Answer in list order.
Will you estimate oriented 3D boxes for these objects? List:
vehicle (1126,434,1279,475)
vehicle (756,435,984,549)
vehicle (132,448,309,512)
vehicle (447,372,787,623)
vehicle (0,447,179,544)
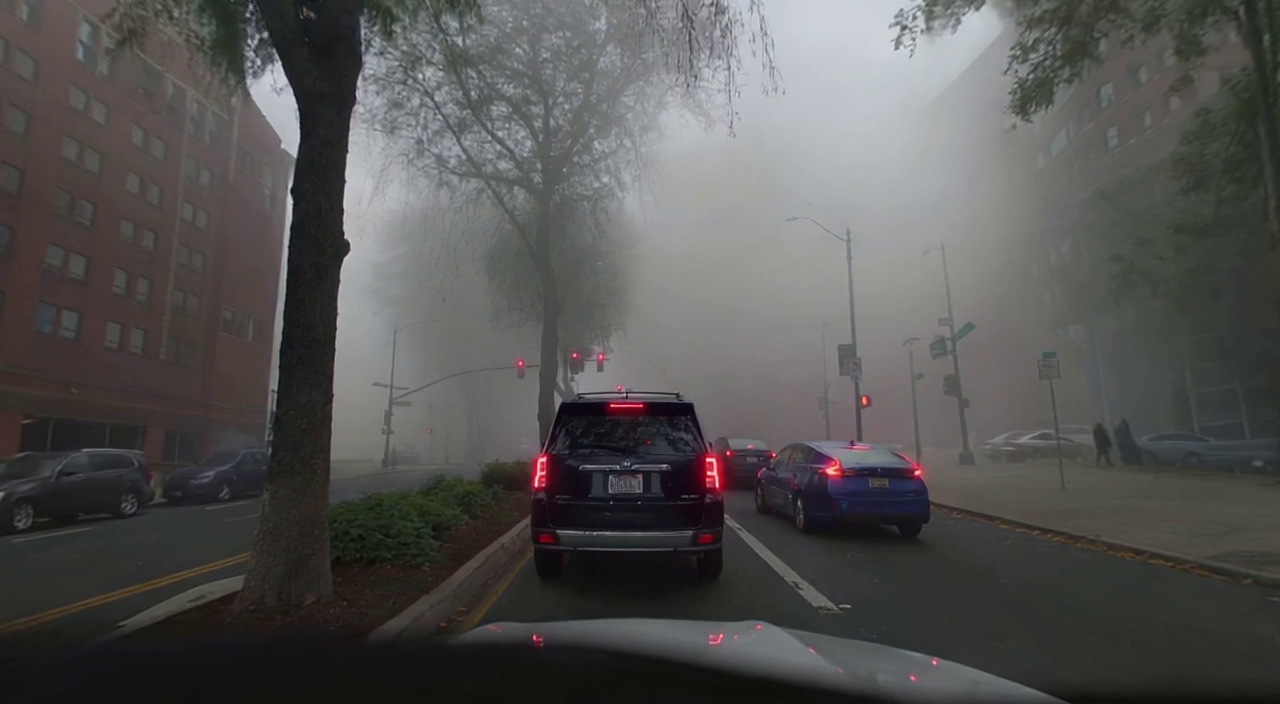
[{"bbox_3d":[22.159,4.045,24.974,4.055,1.469,1.848,-4,-9,26],"label":"vehicle"},{"bbox_3d":[3.301,2.086,10.083,2.056,1.422,4.130,0,-8,-1],"label":"vehicle"},{"bbox_3d":[-12.454,3.785,19.135,2.207,1.648,4.675,0,-8,-1],"label":"vehicle"},{"bbox_3d":[-0.156,1.368,6.790,2.453,1.816,4.300,0,-8,0],"label":"vehicle"},{"bbox_3d":[-12.543,2.912,13.463,1.891,1.723,4.360,0,-8,1],"label":"vehicle"}]
